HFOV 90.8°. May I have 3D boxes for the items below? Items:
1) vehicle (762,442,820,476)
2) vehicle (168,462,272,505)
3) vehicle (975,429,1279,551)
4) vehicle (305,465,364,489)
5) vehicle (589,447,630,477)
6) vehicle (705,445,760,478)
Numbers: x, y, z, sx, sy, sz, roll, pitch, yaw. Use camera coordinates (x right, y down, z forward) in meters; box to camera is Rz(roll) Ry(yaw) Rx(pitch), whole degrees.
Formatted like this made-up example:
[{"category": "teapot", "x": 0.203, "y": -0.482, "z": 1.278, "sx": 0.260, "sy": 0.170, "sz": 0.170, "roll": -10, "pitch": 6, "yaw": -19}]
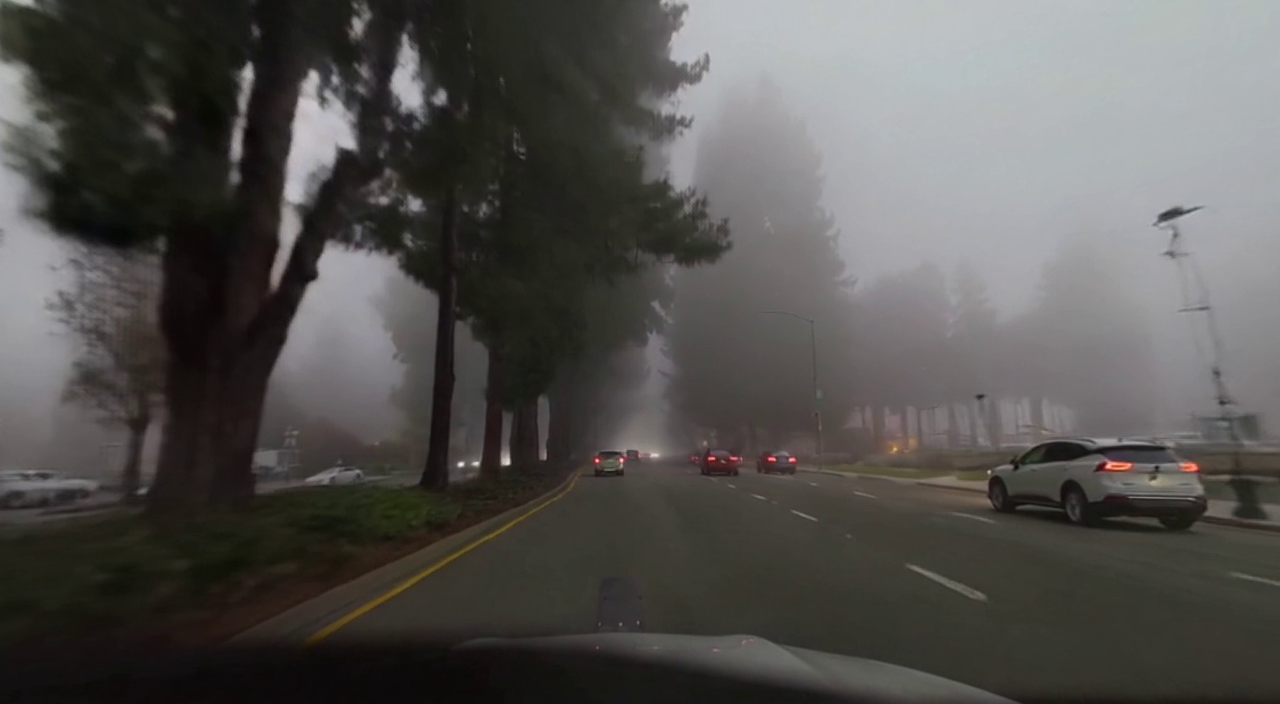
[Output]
[{"category": "vehicle", "x": 8.037, "y": 5.699, "z": 34.000, "sx": 1.945, "sy": 1.687, "sz": 4.292, "roll": 0, "pitch": -8, "yaw": -1}, {"category": "vehicle", "x": -19.655, "y": 6.140, "z": 29.856, "sx": 2.013, "sy": 1.655, "sz": 4.604, "roll": -2, "pitch": -8, "yaw": -4}, {"category": "vehicle", "x": 7.704, "y": 2.078, "z": 10.306, "sx": 1.888, "sy": 1.508, "sz": 4.646, "roll": 0, "pitch": -8, "yaw": 0}, {"category": "vehicle", "x": -19.960, "y": 8.156, "z": 41.401, "sx": 1.769, "sy": 1.344, "sz": 3.947, "roll": -1, "pitch": -8, "yaw": 2}, {"category": "vehicle", "x": -1.669, "y": 5.884, "z": 33.960, "sx": 2.077, "sy": 1.477, "sz": 3.897, "roll": 0, "pitch": -8, "yaw": -3}, {"category": "vehicle", "x": 4.375, "y": 5.234, "z": 30.498, "sx": 2.020, "sy": 1.472, "sz": 3.958, "roll": 0, "pitch": -8, "yaw": -1}]
